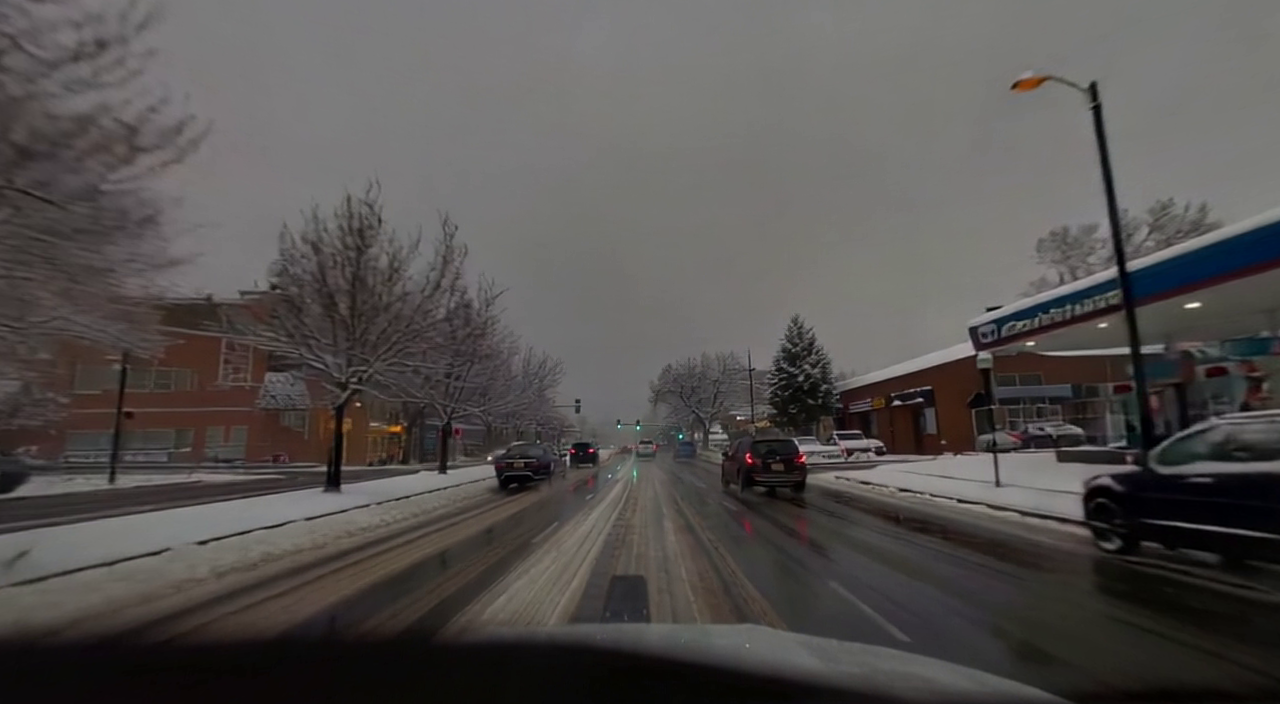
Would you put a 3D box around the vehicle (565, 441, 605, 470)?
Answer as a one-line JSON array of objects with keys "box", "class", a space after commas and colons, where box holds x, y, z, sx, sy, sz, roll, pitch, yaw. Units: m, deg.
[{"box": [-3.291, 6.279, 38.496, 1.988, 1.645, 3.995, 0, -8, 1], "class": "vehicle"}]

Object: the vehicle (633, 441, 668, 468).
[{"box": [0.676, 6.716, 41.654, 2.192, 1.674, 4.124, 0, -8, 0], "class": "vehicle"}]

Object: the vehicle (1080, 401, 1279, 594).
[{"box": [7.078, 1.371, 5.831, 2.189, 1.783, 5.122, 1, -8, -2], "class": "vehicle"}]

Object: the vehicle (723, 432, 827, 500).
[{"box": [3.745, 3.250, 18.426, 1.980, 1.709, 4.813, 0, -8, 0], "class": "vehicle"}]

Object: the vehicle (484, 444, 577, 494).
[{"box": [-3.276, 3.590, 19.811, 2.013, 1.354, 4.393, 0, -8, 2], "class": "vehicle"}]
